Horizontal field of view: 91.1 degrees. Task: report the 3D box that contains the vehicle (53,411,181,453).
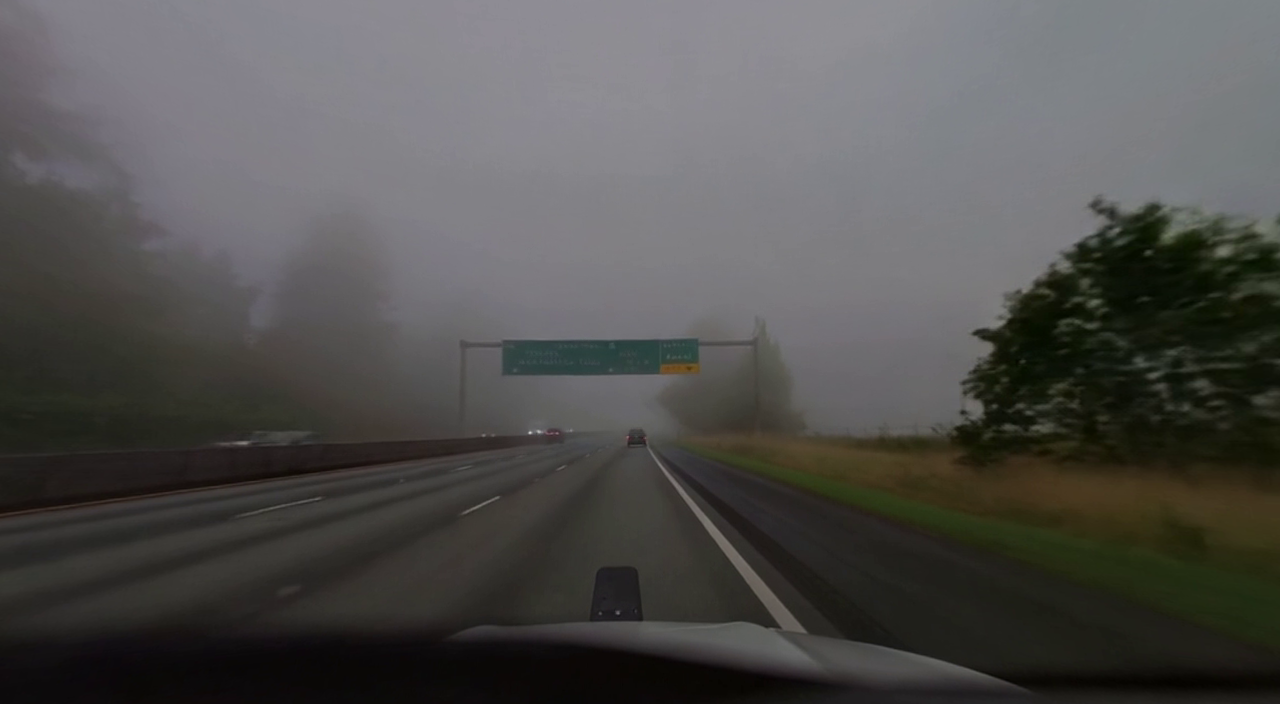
[{"bbox_3d":[-20.441,3.173,24.802,1.694,1.520,3.886,0,-8,0],"label":"vehicle"}]
